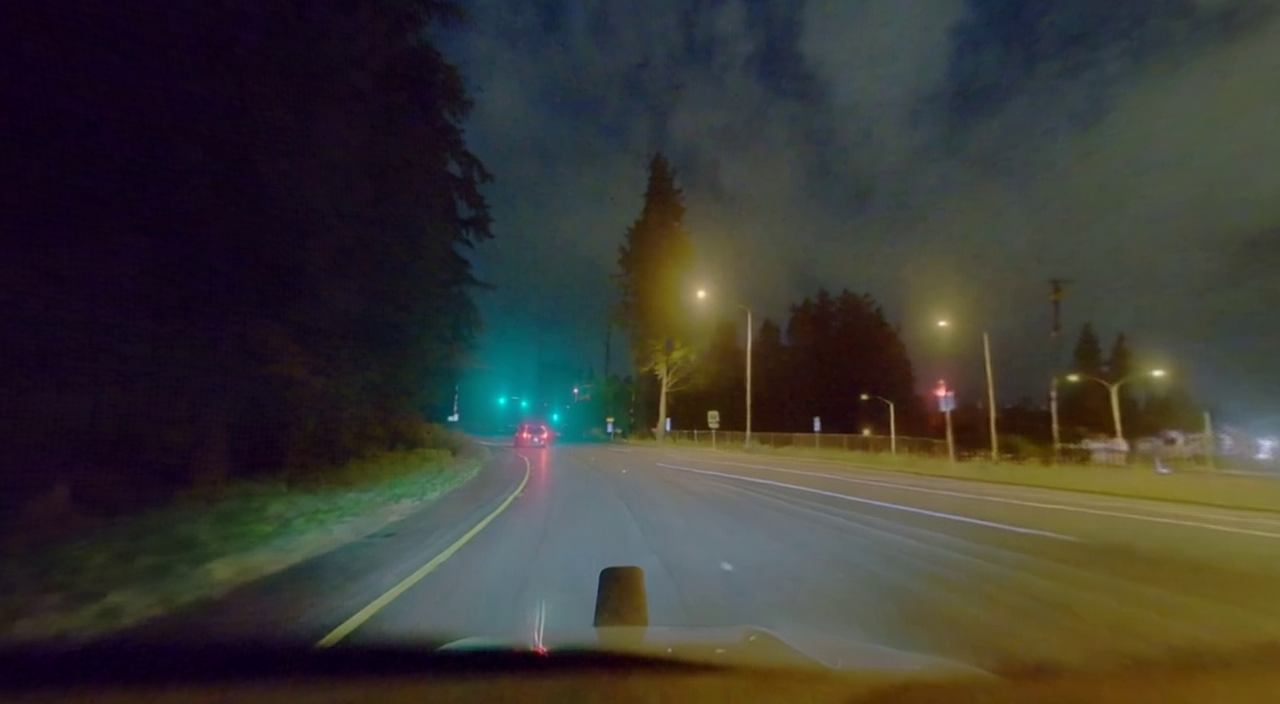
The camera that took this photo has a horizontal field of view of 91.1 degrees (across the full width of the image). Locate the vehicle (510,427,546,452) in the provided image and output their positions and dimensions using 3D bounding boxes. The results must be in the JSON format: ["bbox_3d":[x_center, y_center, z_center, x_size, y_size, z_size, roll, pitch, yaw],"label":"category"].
[{"bbox_3d":[-8.204,6.381,45.751,1.947,1.729,4.051,2,-9,-18],"label":"vehicle"}]
